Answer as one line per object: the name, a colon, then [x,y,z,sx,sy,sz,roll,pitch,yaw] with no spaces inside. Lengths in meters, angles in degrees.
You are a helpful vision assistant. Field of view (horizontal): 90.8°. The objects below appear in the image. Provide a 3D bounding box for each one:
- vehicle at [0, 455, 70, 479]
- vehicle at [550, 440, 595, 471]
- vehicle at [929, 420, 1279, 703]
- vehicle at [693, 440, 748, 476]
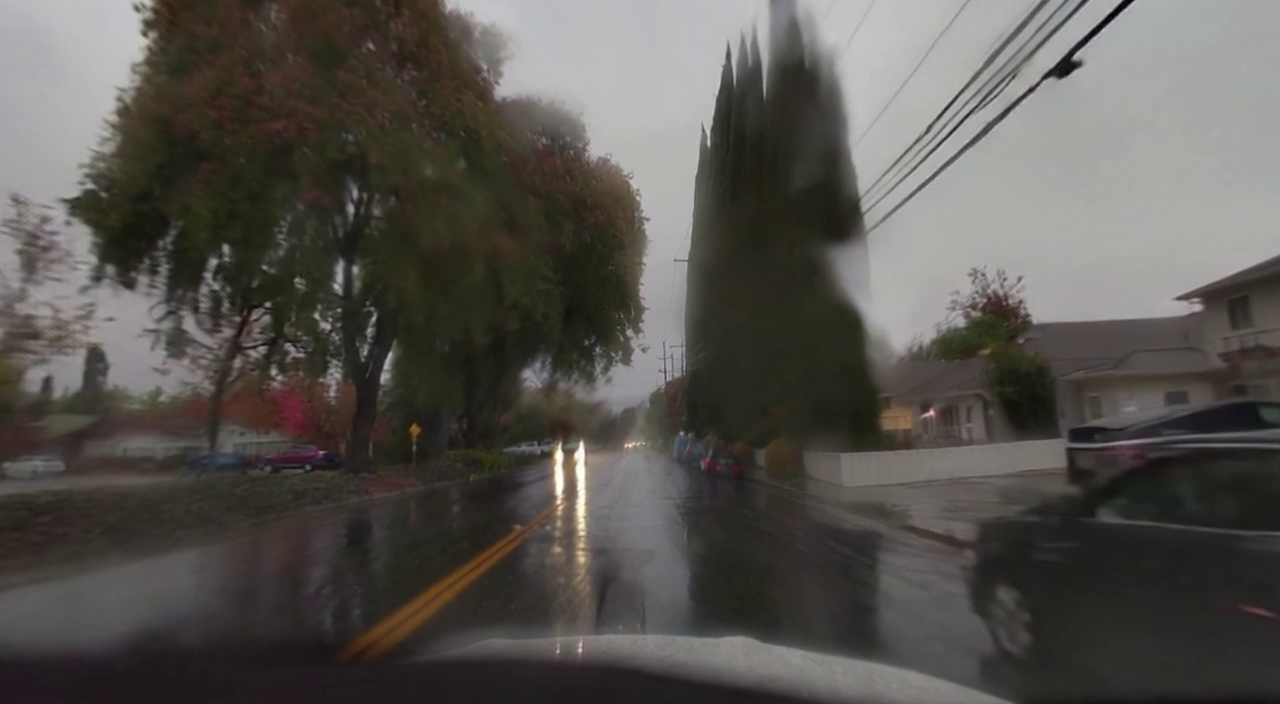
vehicle: [-41.082,7.670,42.185,4.019,1.503,1.979,0,-8,0]
vehicle: [-3.543,5.468,33.609,1.839,1.520,3.656,-1,-8,2]
vehicle: [3.192,0.982,2.377,1.990,1.435,4.526,0,-8,-1]
vehicle: [3.644,4.872,29.319,1.915,1.491,4.642,0,-8,0]
